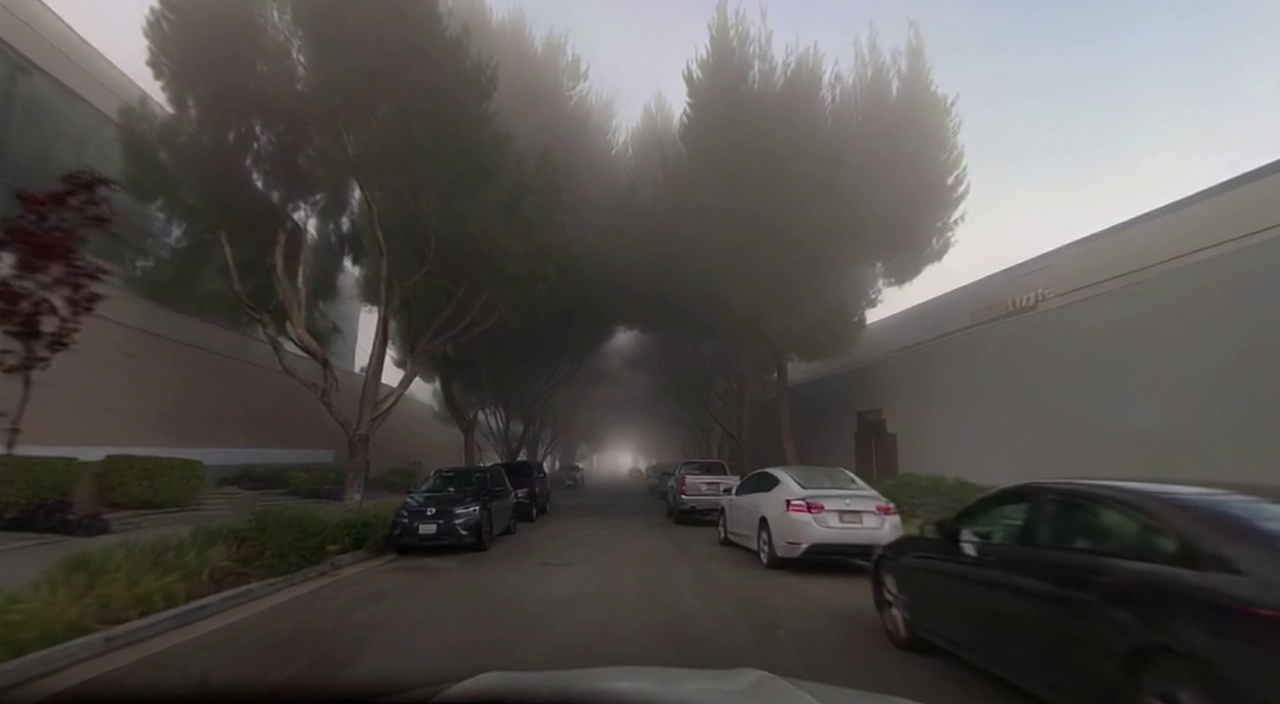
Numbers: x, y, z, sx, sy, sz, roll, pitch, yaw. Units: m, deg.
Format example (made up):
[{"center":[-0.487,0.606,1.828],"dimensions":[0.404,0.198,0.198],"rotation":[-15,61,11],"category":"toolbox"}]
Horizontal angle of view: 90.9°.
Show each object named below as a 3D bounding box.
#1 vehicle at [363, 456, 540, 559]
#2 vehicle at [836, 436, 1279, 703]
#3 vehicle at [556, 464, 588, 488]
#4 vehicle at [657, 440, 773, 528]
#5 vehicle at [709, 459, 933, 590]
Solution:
[{"center":[-3.123,2.700,11.523],"dimensions":[2.018,1.461,4.413],"rotation":[1,-11,-2],"category":"vehicle"},{"center":[2.856,1.356,3.707],"dimensions":[1.889,1.482,4.118],"rotation":[2,-11,-3],"category":"vehicle"},{"center":[-4.525,8.298,42.270],"dimensions":[2.002,1.460,4.201],"rotation":[2,-11,-5],"category":"vehicle"},{"center":[1.813,3.490,16.987],"dimensions":[2.242,1.972,4.898],"rotation":[2,-11,-3],"category":"vehicle"},{"center":[2.384,2.451,9.694],"dimensions":[1.815,1.479,4.498],"rotation":[2,-11,-4],"category":"vehicle"}]
